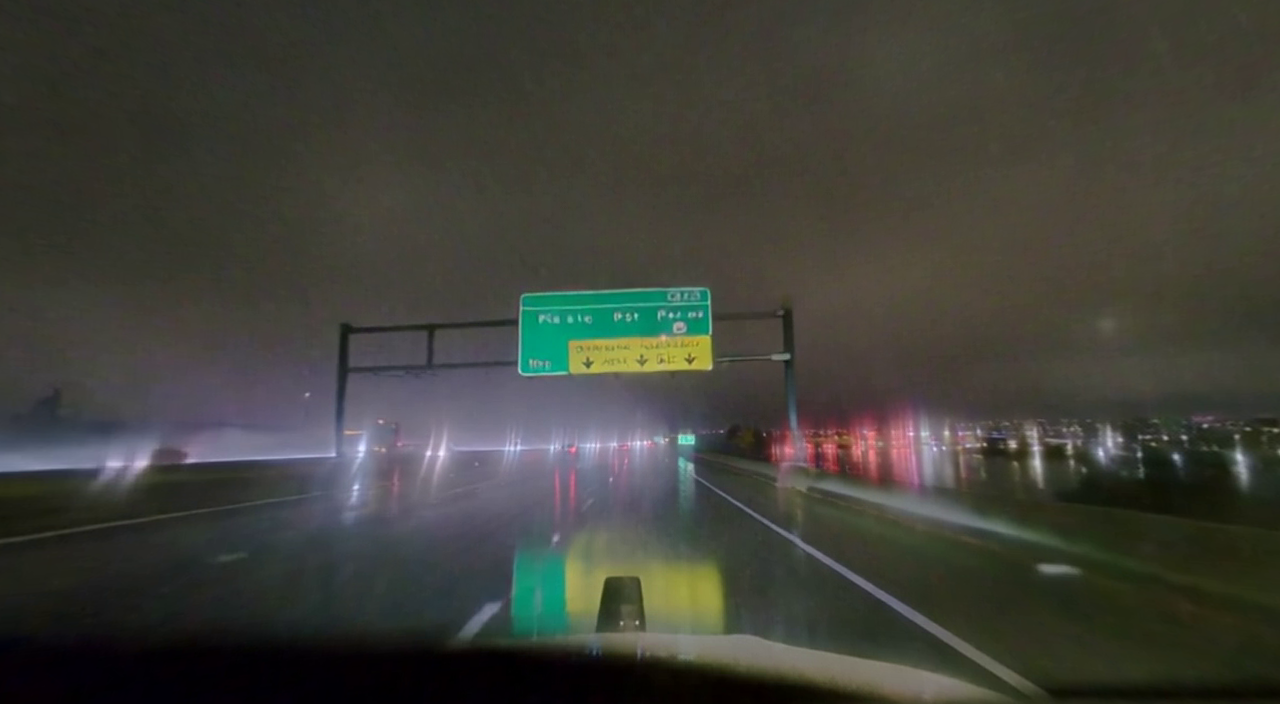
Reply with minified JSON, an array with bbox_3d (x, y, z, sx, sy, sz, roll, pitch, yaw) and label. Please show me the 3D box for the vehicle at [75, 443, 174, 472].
[{"bbox_3d":[-30.606,6.259,37.617,1.900,1.553,4.687,1,-9,0],"label":"vehicle"}]
